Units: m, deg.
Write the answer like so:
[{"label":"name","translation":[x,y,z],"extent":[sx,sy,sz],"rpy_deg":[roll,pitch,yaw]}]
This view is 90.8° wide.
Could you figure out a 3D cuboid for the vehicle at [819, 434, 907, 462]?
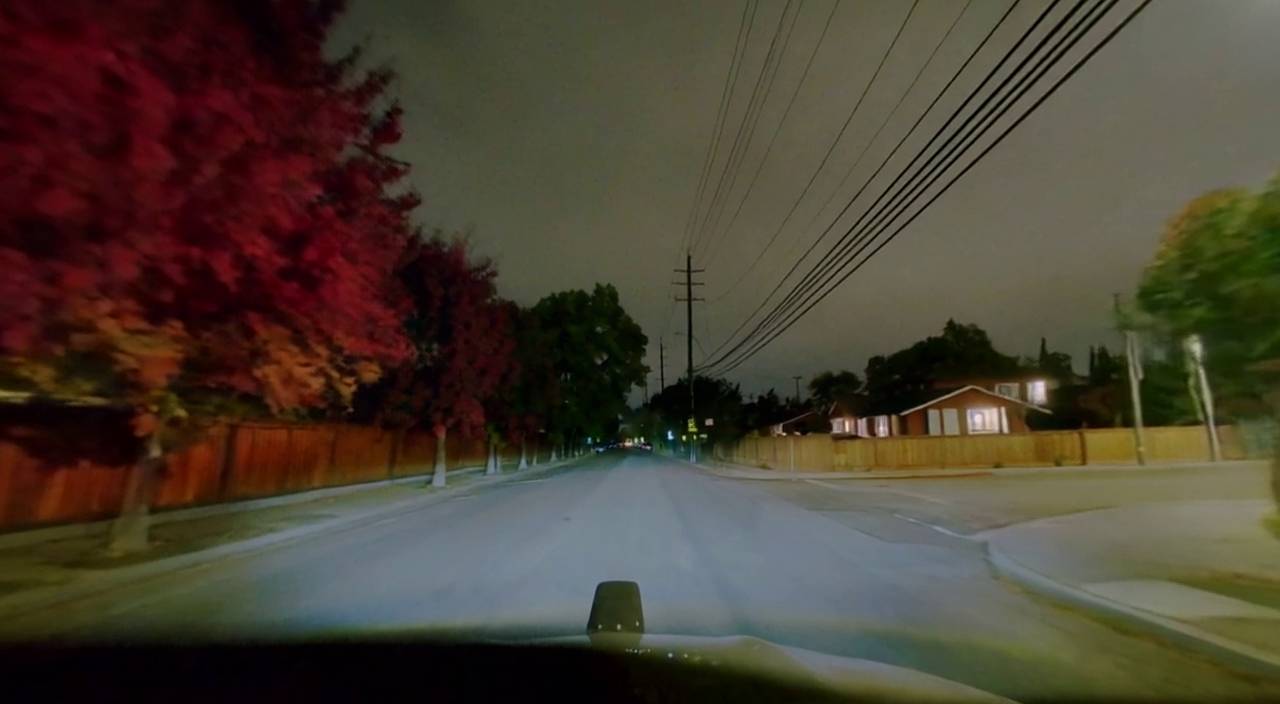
[{"label":"vehicle","translation":[12.374,5.358,35.351],"extent":[4.286,1.525,2.219],"rpy_deg":[-1,-9,10]}]
